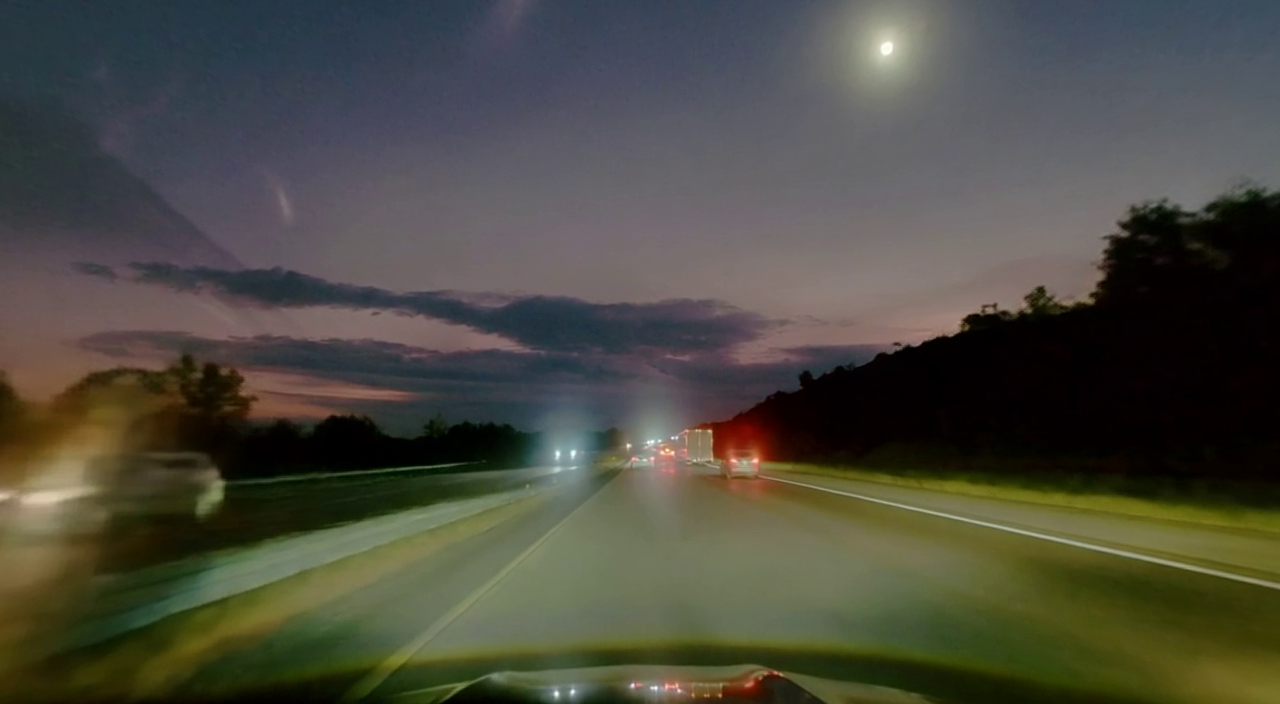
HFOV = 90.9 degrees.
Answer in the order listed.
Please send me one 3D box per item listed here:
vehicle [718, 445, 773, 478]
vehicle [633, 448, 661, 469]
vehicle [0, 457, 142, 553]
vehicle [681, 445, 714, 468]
[{"bbox_3d":[5.050,5.310,30.753,1.964,1.513,3.707,0,-9,-1],"label":"vehicle"},{"bbox_3d":[0.485,7.958,47.246,1.991,1.459,3.769,0,-9,0],"label":"vehicle"},{"bbox_3d":[-12.188,2.858,11.977,1.952,1.629,4.189,0,-9,0],"label":"vehicle"},{"bbox_3d":[4.370,8.051,48.561,2.122,1.662,4.392,0,-9,0],"label":"vehicle"}]
